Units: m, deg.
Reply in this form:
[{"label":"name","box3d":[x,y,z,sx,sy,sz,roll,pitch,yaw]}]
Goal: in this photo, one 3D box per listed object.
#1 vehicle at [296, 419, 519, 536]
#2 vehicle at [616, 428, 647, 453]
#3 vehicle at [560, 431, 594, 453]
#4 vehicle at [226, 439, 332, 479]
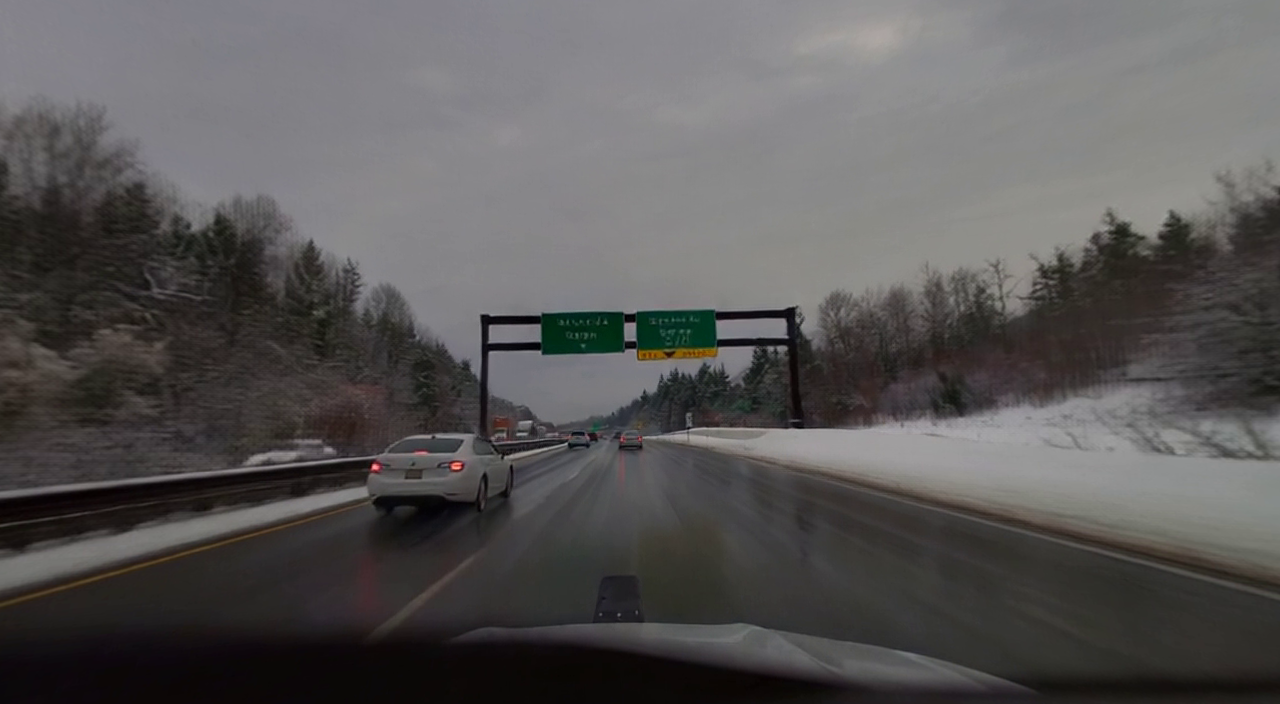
[{"label":"vehicle","box3d":[-3.463,1.941,10.509,1.989,1.497,4.645,0,-8,-1]},{"label":"vehicle","box3d":[-0.627,6.121,43.588,2.054,1.609,3.859,0,-8,-1]},{"label":"vehicle","box3d":[-4.492,6.522,45.646,2.071,1.524,4.398,0,-8,-1]},{"label":"vehicle","box3d":[-15.479,4.582,27.301,1.942,1.528,4.641,0,-8,-1]}]
